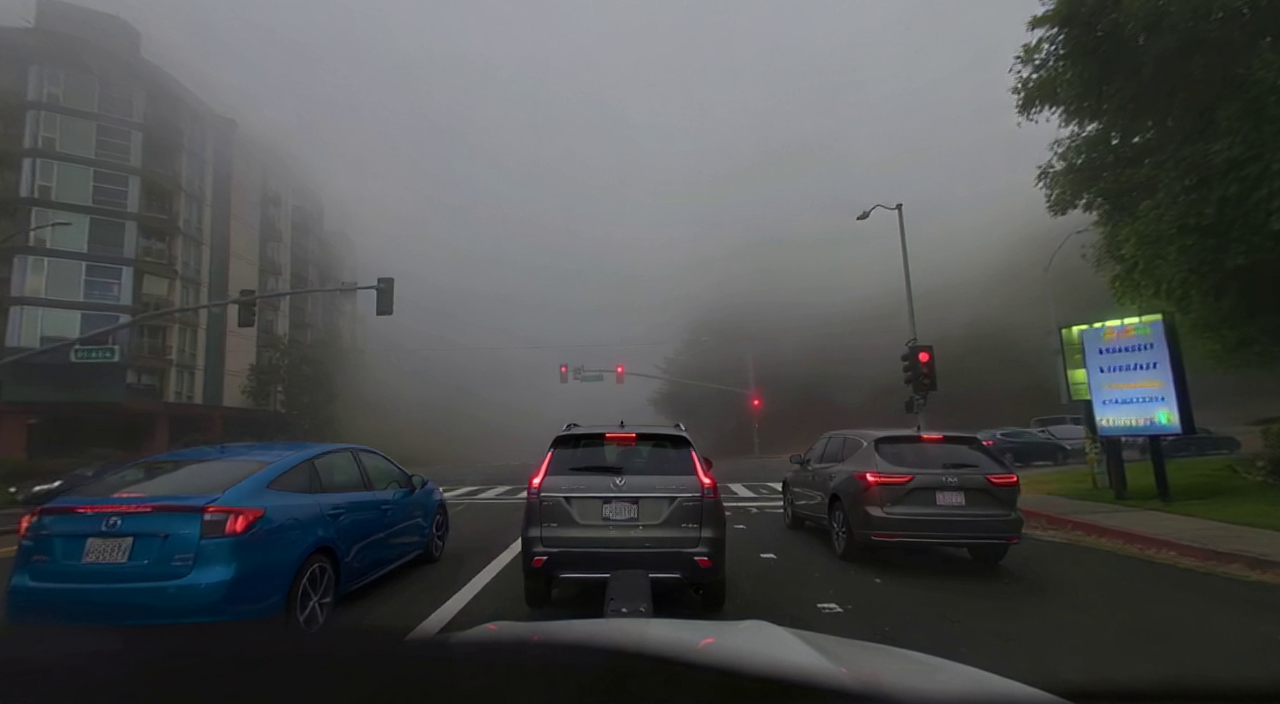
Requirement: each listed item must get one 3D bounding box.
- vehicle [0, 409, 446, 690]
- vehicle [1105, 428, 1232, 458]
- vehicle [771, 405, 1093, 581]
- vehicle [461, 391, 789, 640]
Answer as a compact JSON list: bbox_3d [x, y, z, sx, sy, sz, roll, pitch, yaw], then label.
[{"bbox_3d":[-3.545,1.423,5.823,1.906,1.524,4.547,0,-8,2],"label":"vehicle"},{"bbox_3d":[26.612,4.619,31.839,4.723,1.460,1.904,0,-8,-2],"label":"vehicle"},{"bbox_3d":[3.219,1.662,8.258,2.004,1.646,4.554,0,-8,0],"label":"vehicle"},{"bbox_3d":[-0.111,1.414,6.442,2.195,1.662,4.262,0,-8,0],"label":"vehicle"}]
